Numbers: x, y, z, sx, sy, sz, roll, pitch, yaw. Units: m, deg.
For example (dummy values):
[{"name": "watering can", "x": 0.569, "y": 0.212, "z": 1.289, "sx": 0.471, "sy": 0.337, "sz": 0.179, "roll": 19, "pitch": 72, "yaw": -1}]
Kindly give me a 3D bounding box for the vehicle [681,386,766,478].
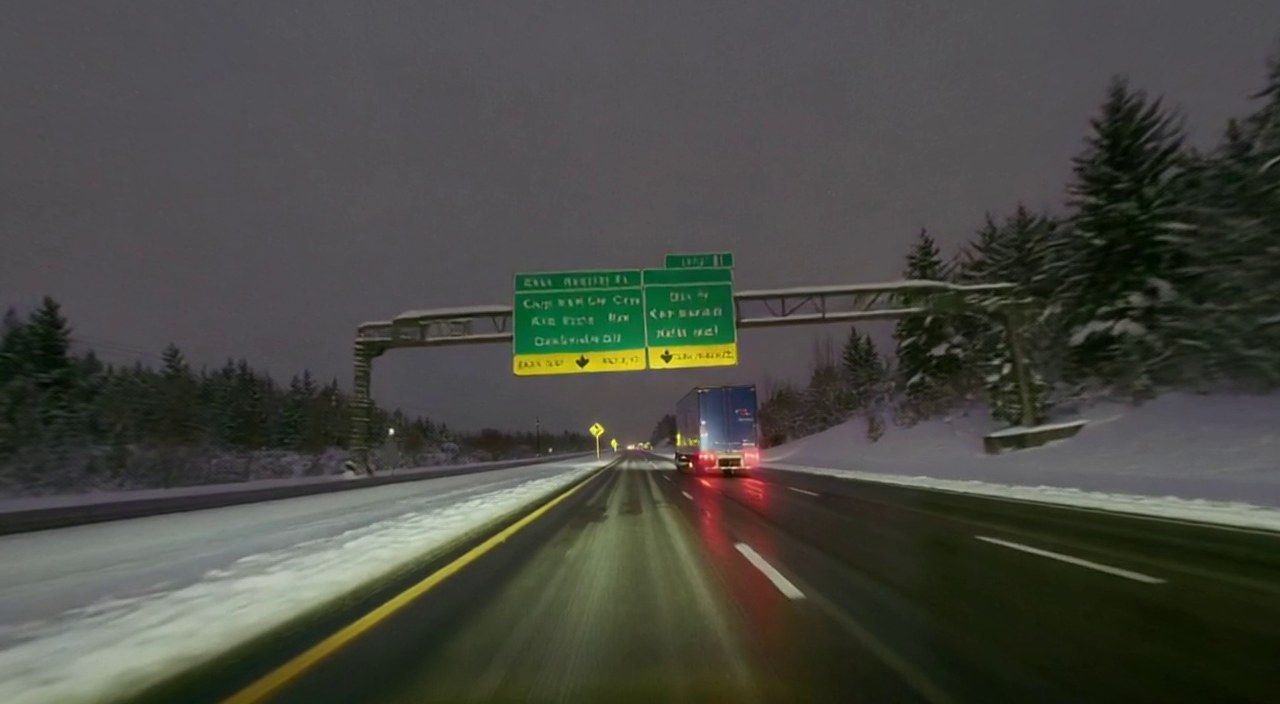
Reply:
[{"name": "vehicle", "x": 3.966, "y": 4.155, "z": 31.904, "sx": 2.879, "sy": 4.075, "sz": 8.126, "roll": 0, "pitch": -9, "yaw": -2}]
